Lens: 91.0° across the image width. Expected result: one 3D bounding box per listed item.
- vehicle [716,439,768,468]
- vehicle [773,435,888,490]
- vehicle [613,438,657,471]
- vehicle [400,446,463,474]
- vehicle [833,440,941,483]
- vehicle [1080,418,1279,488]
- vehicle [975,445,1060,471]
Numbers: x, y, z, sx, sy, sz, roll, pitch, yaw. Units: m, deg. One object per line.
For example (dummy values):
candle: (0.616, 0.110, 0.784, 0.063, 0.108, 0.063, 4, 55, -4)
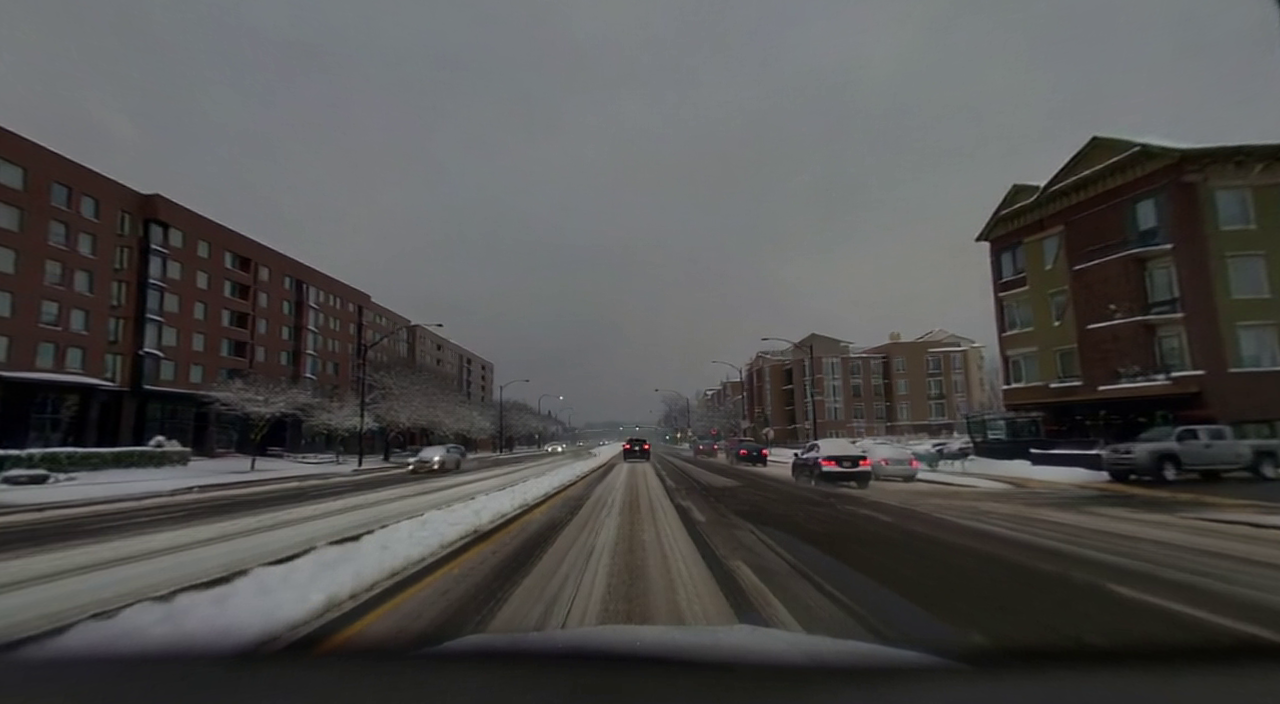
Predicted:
vehicle: (5.745, 5.770, 35.870, 2.154, 1.554, 4.149, 0, -9, -2)
vehicle: (5.988, 3.533, 20.545, 2.121, 1.557, 4.898, 0, -9, -1)
vehicle: (-0.259, 5.162, 31.805, 2.106, 1.553, 3.964, 0, -9, -1)
vehicle: (-11.546, 6.003, 35.231, 1.897, 1.466, 4.566, 0, -9, 1)
vehicle: (9.767, 4.367, 25.421, 2.181, 1.546, 4.845, 0, -9, -3)
vehicle: (17.738, 3.245, 20.288, 5.388, 2.082, 2.328, 1, -9, -4)
vehicle: (22.641, 6.350, 37.846, 1.955, 1.427, 3.836, 4, -10, -27)
